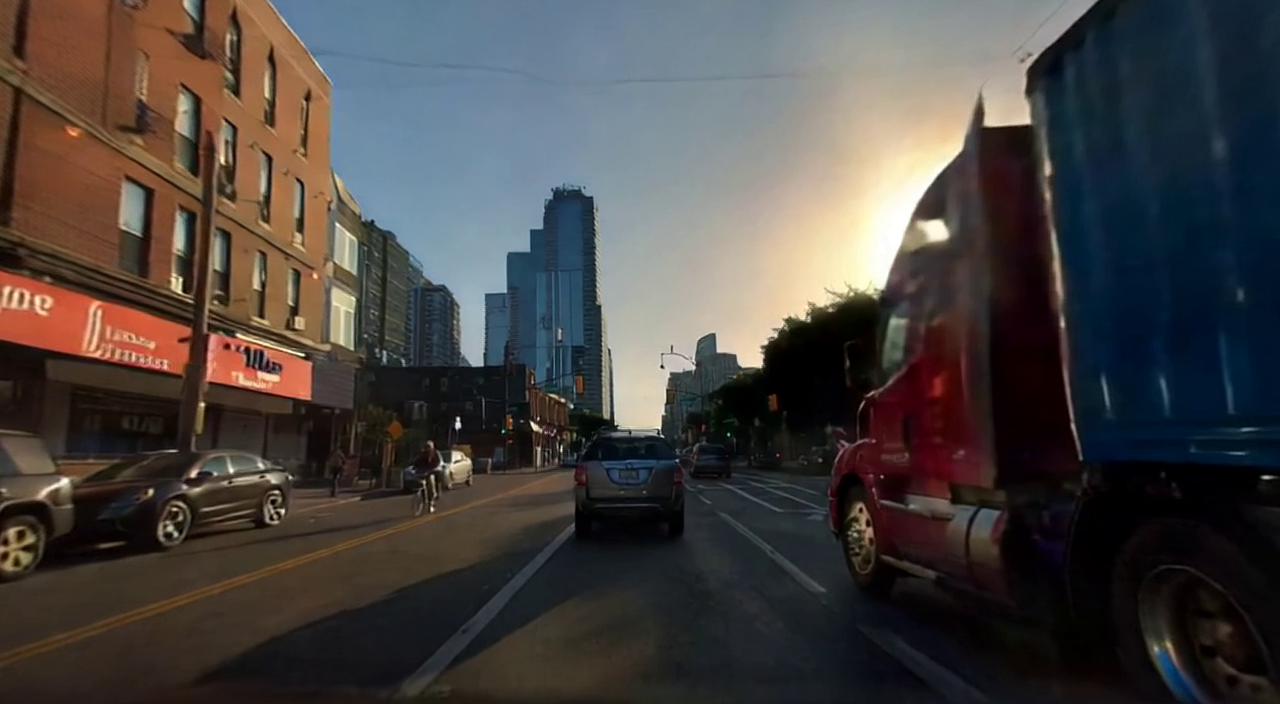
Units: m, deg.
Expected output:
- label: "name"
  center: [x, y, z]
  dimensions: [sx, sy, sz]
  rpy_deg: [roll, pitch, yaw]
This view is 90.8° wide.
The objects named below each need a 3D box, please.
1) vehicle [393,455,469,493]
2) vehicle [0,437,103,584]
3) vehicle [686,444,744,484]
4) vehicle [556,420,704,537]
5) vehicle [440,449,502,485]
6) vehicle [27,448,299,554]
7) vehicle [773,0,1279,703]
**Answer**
- label: "vehicle"
  center: [-8.698, 5.092, 26.732]
  dimensions: [1.805, 1.379, 4.359]
  rpy_deg: [0, -8, -1]
- label: "vehicle"
  center: [-8.797, 1.742, 6.419]
  dimensions: [2.065, 1.758, 5.144]
  rpy_deg: [0, -8, 1]
- label: "vehicle"
  center: [3.387, 5.126, 29.332]
  dimensions: [2.159, 1.696, 4.316]
  rpy_deg: [0, -9, 0]
- label: "vehicle"
  center: [-0.170, 2.308, 12.127]
  dimensions: [2.283, 1.783, 4.548]
  rpy_deg: [0, -8, 0]
- label: "vehicle"
  center: [-8.674, 5.940, 32.877]
  dimensions: [2.084, 1.686, 4.422]
  rpy_deg: [0, -9, -1]
- label: "vehicle"
  center: [-8.844, 2.734, 12.339]
  dimensions: [1.896, 1.652, 4.269]
  rpy_deg: [-1, -9, 1]
- label: "vehicle"
  center: [2.983, -0.006, 2.390]
  dimensions: [2.913, 3.771, 9.716]
  rpy_deg: [0, -8, 1]
